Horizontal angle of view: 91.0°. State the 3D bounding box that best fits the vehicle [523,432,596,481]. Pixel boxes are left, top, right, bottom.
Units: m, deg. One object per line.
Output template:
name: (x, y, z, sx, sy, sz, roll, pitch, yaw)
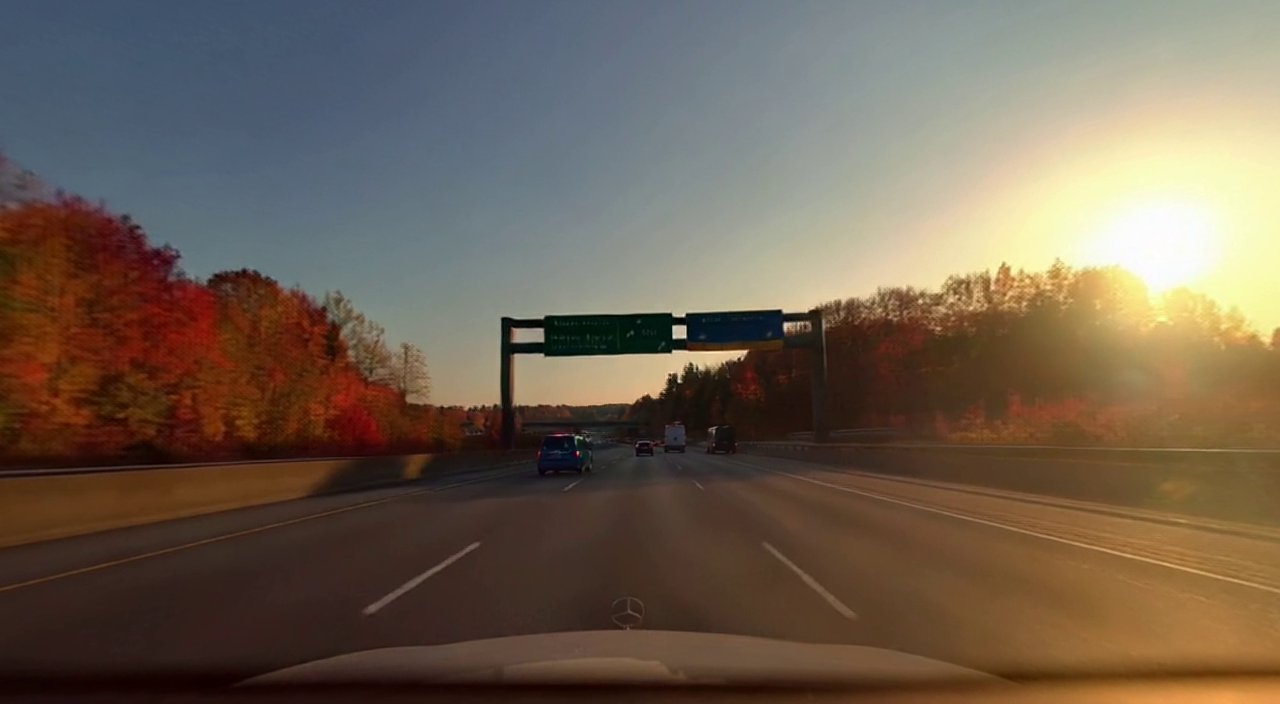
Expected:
vehicle: (-3.009, 4.017, 24.422, 2.177, 1.707, 4.432, 0, -8, 1)
